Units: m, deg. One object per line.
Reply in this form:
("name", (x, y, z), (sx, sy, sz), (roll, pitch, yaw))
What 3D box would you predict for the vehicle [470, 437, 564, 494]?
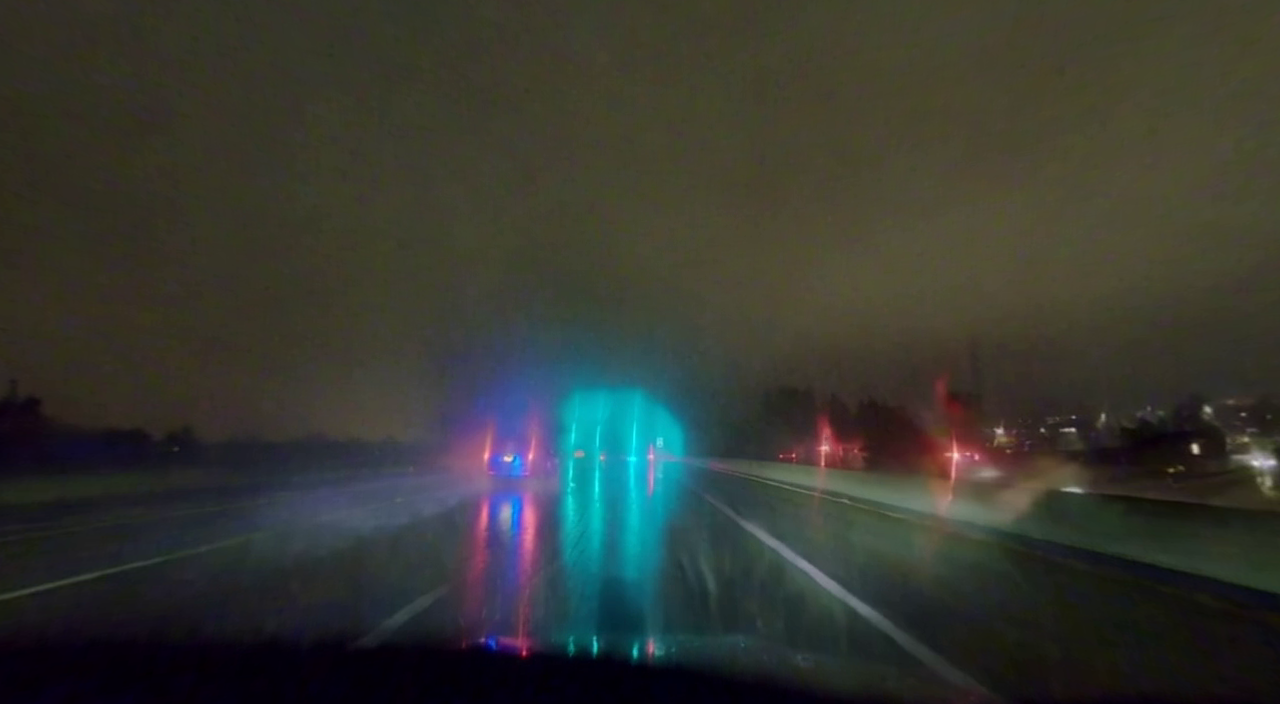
("vehicle", (-4.179, 3.960, 22.442), (2.272, 1.759, 5.058), (0, -9, 1))
